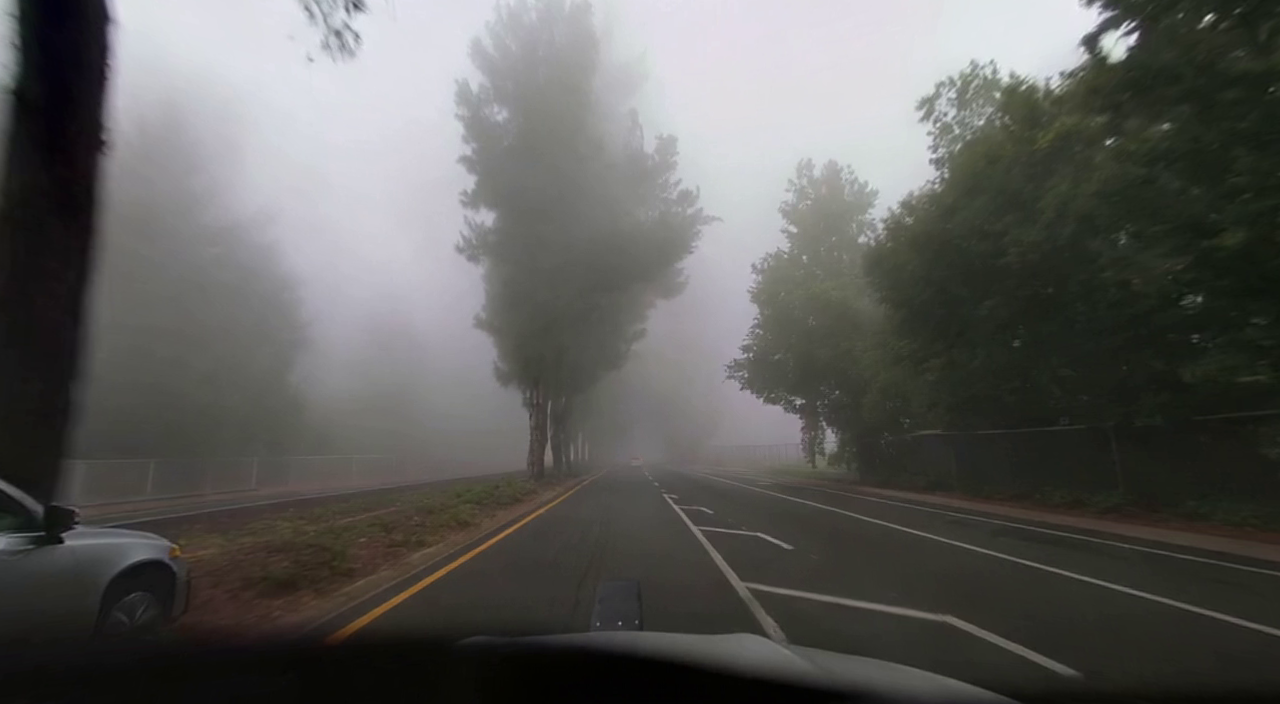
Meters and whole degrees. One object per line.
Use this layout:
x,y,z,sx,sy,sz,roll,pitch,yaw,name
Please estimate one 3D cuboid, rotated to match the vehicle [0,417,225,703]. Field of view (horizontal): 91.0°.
-3.994,0.923,2.028,2.120,1.488,4.766,0,-8,-1,vehicle
